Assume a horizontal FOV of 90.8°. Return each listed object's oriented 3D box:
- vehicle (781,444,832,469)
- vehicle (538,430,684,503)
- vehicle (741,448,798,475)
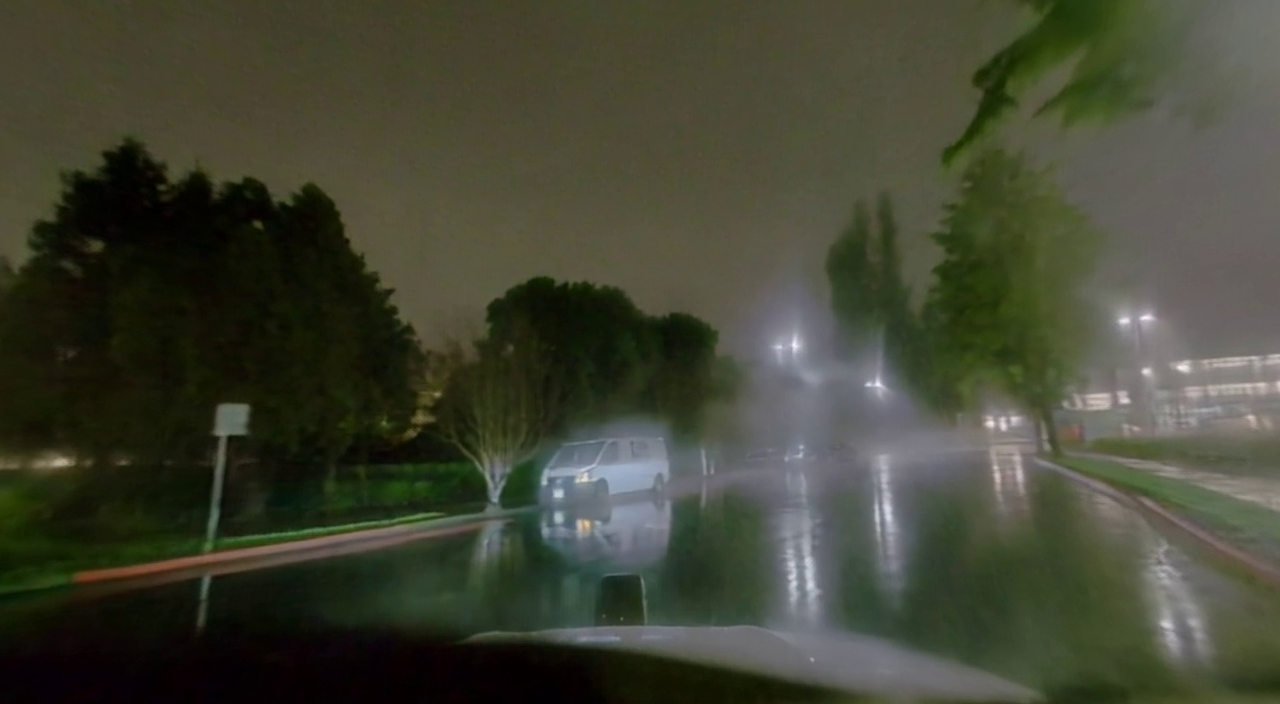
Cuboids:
[{"bbox_3d":[10.926,6.777,41.250,2.038,1.525,4.383,-5,-10,31],"label":"vehicle"},{"bbox_3d":[-0.809,3.919,22.139,2.433,2.193,5.547,-5,-10,30],"label":"vehicle"},{"bbox_3d":[7.440,6.227,36.007,1.938,1.191,3.630,-13,-12,29],"label":"vehicle"}]
